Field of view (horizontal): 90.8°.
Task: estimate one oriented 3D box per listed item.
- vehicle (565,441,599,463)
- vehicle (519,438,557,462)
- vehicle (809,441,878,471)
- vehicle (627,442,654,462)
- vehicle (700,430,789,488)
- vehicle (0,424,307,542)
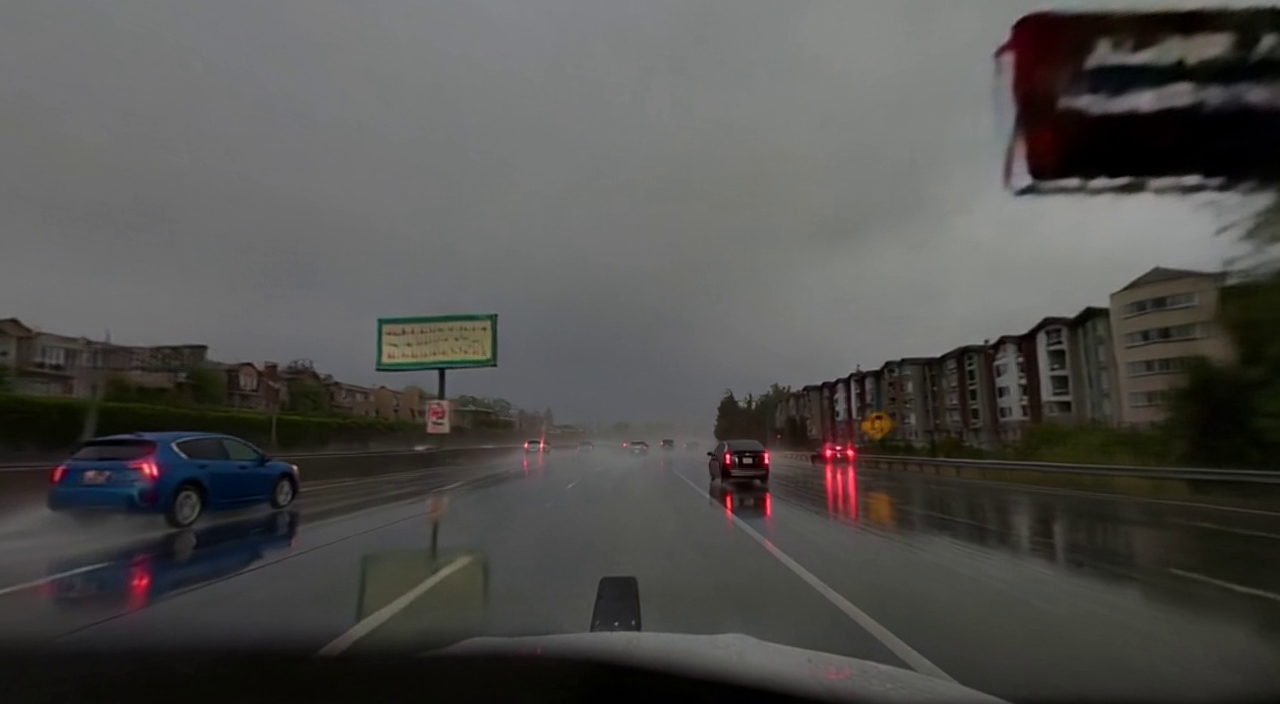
[{"bbox_3d":[-3.995,6.988,44.254,2.002,1.466,4.378,0,-9,0],"label":"vehicle"},{"bbox_3d":[-7.712,7.441,48.210,2.057,1.733,4.589,0,-9,1],"label":"vehicle"},{"bbox_3d":[10.591,5.427,33.228,2.061,1.459,4.273,0,-9,-2],"label":"vehicle"},{"bbox_3d":[0.015,7.572,48.026,1.992,1.431,4.055,0,-9,-1],"label":"vehicle"},{"bbox_3d":[3.320,3.514,20.987,2.080,1.694,4.286,0,-9,-2],"label":"vehicle"},{"bbox_3d":[-7.718,2.022,10.389,2.021,1.496,4.495,0,-9,0],"label":"vehicle"}]
